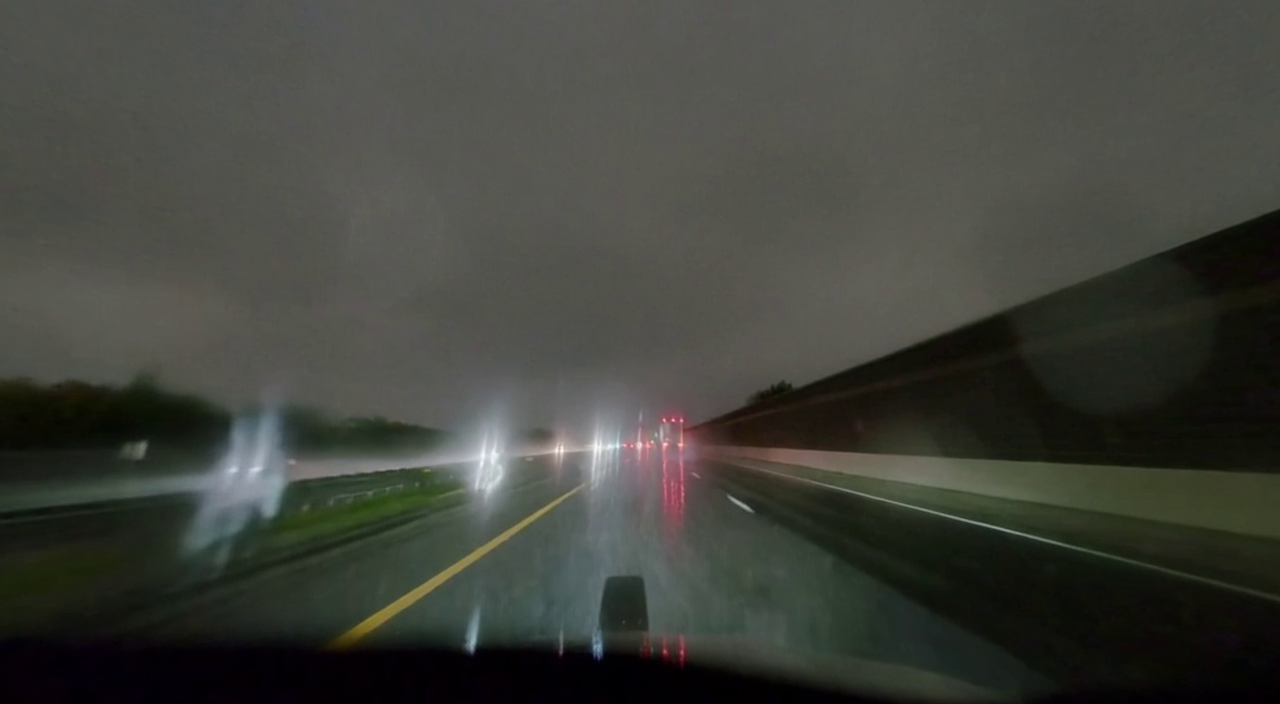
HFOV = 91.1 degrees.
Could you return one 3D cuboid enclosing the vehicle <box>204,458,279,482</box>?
[{"bbox_3d":[-29.940,8.849,47.393,2.373,1.630,4.957,0,-8,0],"label":"vehicle"}]
